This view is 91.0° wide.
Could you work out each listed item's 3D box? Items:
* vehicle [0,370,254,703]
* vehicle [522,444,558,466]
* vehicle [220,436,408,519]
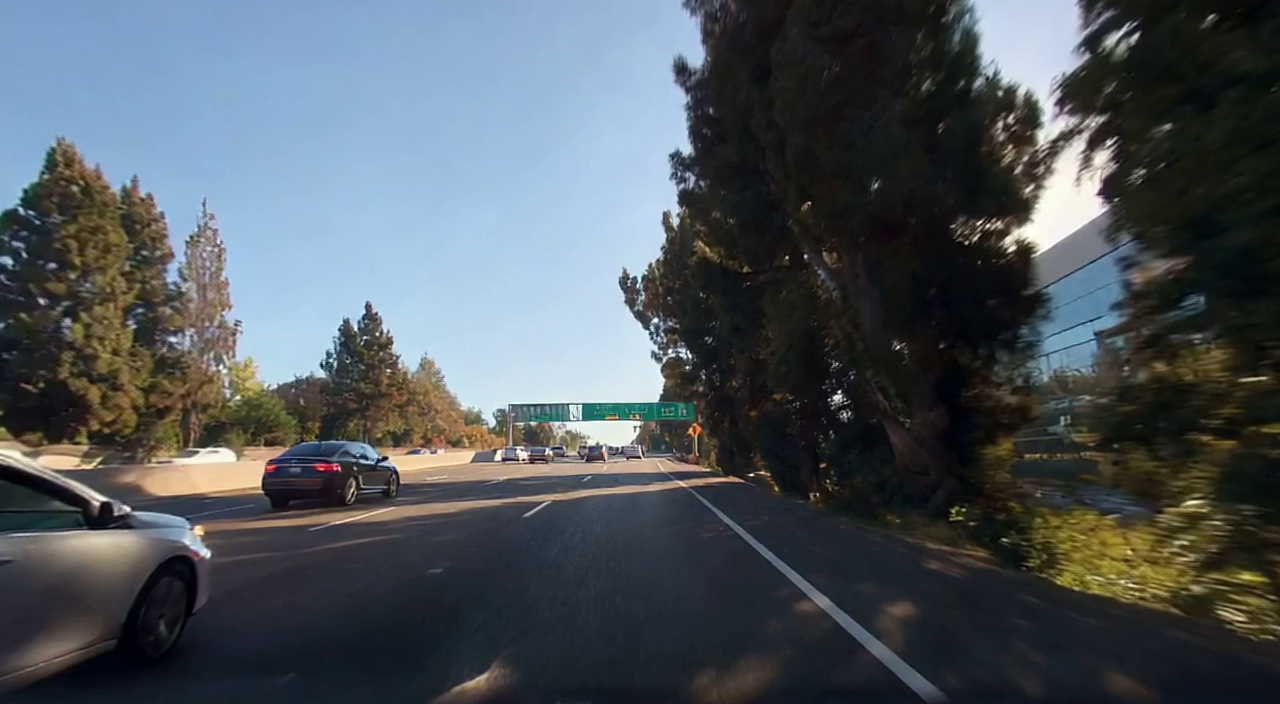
[{"bbox_3d":[-3.919,0.876,2.314,2.036,1.717,4.592,0,-9,1],"label":"vehicle"},{"bbox_3d":[-7.690,7.970,48.850,2.075,1.642,4.638,0,-8,0],"label":"vehicle"},{"bbox_3d":[-7.530,2.919,15.219,2.071,1.661,4.540,0,-9,0],"label":"vehicle"}]
